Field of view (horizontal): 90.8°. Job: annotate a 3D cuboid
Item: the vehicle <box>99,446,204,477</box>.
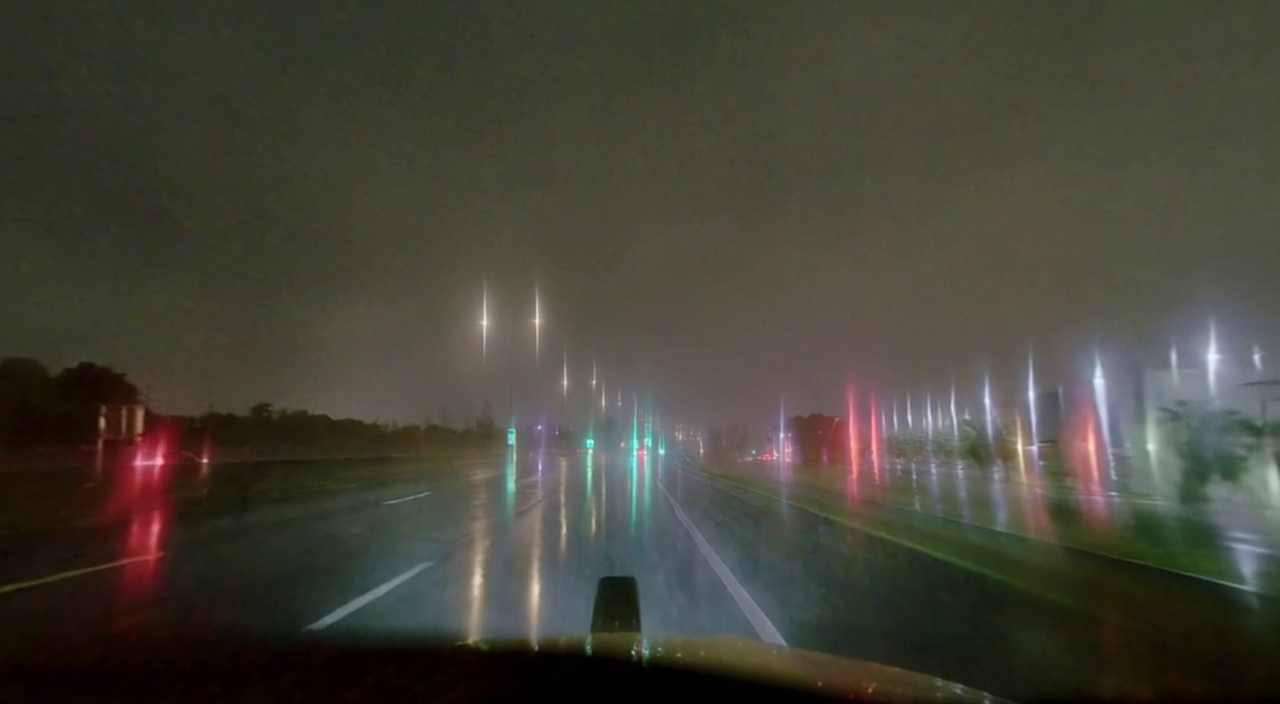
[{"bbox_3d":[-26.631,5.960,34.675,1.923,1.563,4.762,0,-9,1],"label":"vehicle"}]
